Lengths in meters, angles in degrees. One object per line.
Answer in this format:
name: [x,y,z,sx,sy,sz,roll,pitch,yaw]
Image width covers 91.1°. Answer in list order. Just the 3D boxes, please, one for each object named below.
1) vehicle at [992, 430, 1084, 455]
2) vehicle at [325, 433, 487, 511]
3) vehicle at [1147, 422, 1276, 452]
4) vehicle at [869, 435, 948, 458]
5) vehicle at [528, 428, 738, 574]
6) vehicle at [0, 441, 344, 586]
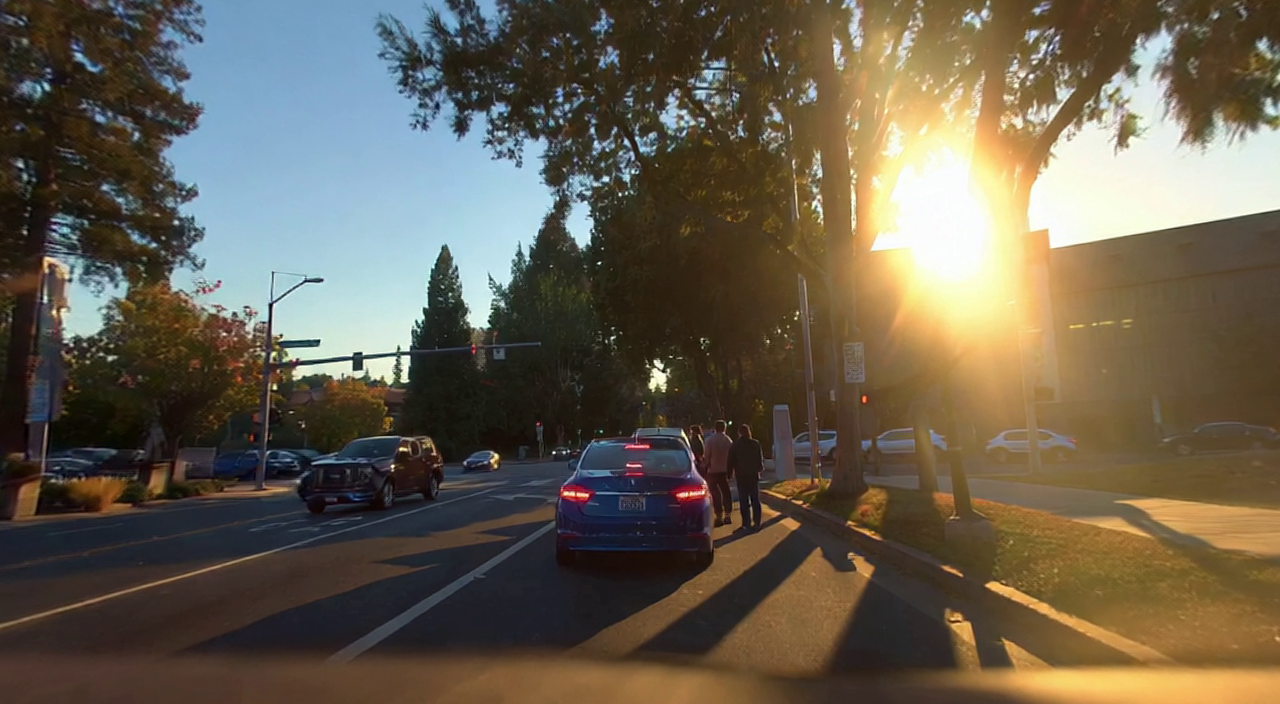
vehicle: [23.813,5.444,37.743,4.454,1.440,1.816,-5,-10,30]
vehicle: [-6.164,3.218,17.426,2.230,1.811,5.183,-1,-9,3]
vehicle: [30.546,4.606,33.788,4.739,1.472,1.804,-5,-10,30]
vehicle: [17.559,6.206,41.104,4.441,1.452,1.798,-5,-10,30]
vehicle: [-0.052,1.868,8.675,2.182,1.501,4.150,0,-9,1]
vehicle: [-6.339,2.070,8.972,1.948,1.530,4.283,0,-9,3]
